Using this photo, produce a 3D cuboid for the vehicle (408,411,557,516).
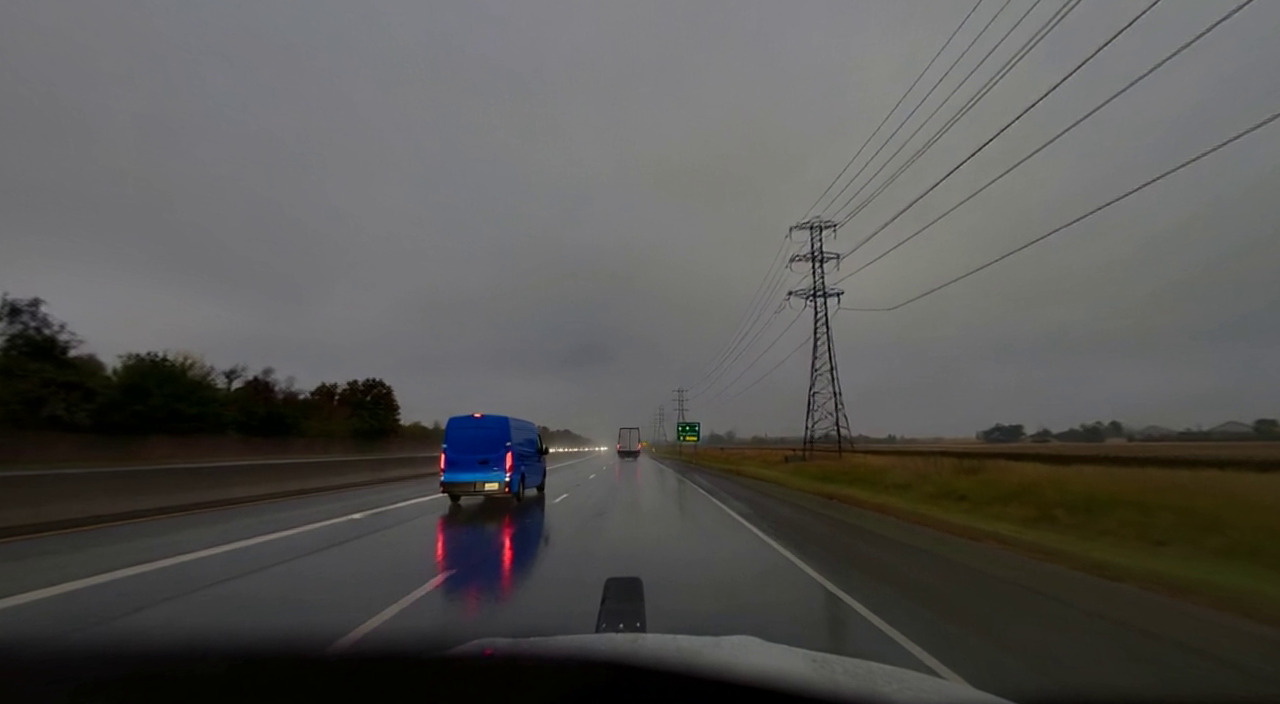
[{"bbox_3d":[-3.394,2.555,14.840,2.197,2.011,5.130,0,-9,0],"label":"vehicle"}]
